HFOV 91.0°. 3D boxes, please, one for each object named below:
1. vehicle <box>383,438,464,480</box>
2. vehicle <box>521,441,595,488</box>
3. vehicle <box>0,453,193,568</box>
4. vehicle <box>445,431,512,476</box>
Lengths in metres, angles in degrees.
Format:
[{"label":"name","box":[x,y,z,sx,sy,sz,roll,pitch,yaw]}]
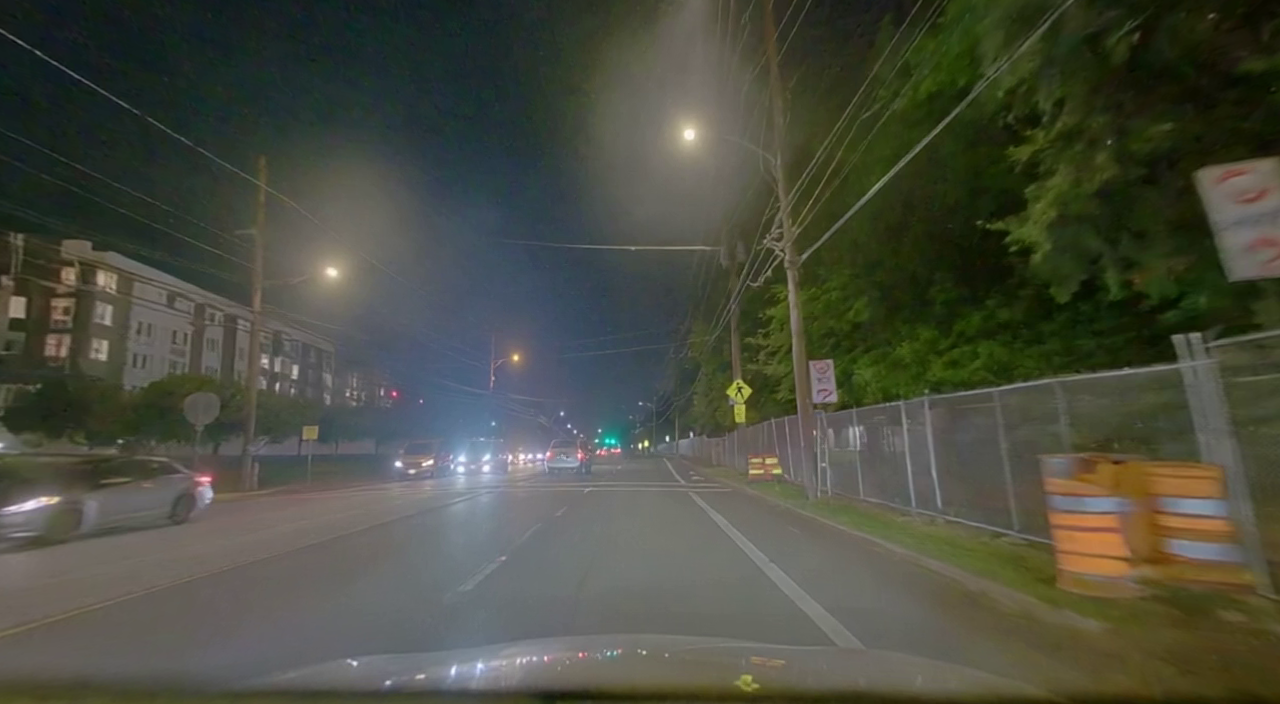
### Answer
[{"label":"vehicle","box":[-13.046,6.486,38.518,2.584,2.302,6.400,0,-9,1]},{"label":"vehicle","box":[-2.845,4.019,22.791,1.992,1.515,4.289,0,-9,2]},{"label":"vehicle","box":[-9.844,2.384,9.853,2.032,1.527,4.833,0,-9,1]},{"label":"vehicle","box":[-9.527,6.061,37.774,2.377,2.439,5.510,0,-9,2]}]
